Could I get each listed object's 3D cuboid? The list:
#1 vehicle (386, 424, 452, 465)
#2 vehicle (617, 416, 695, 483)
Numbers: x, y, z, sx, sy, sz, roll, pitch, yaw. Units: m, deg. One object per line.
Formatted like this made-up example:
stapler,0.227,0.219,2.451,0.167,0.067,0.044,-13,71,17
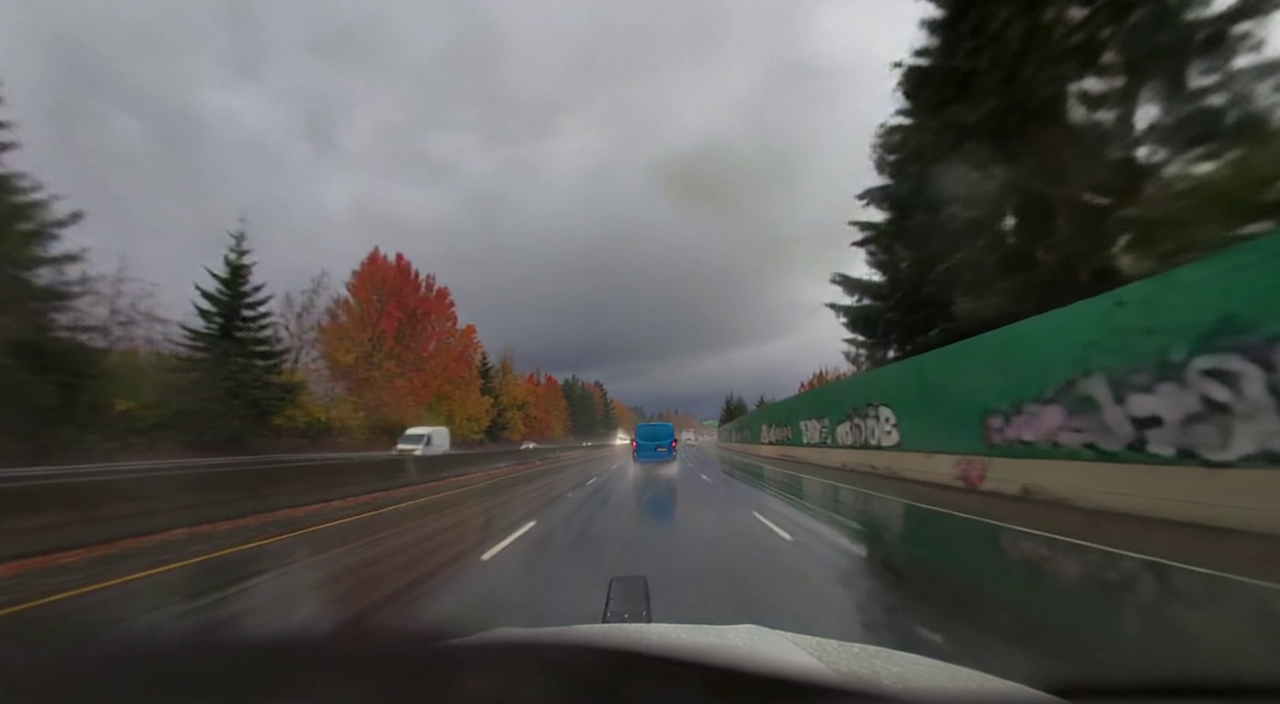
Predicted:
vehicle,-15.762,6.640,45.222,2.356,2.698,5.982,0,-8,2
vehicle,0.482,3.197,20.773,2.283,1.956,4.421,0,-8,0
